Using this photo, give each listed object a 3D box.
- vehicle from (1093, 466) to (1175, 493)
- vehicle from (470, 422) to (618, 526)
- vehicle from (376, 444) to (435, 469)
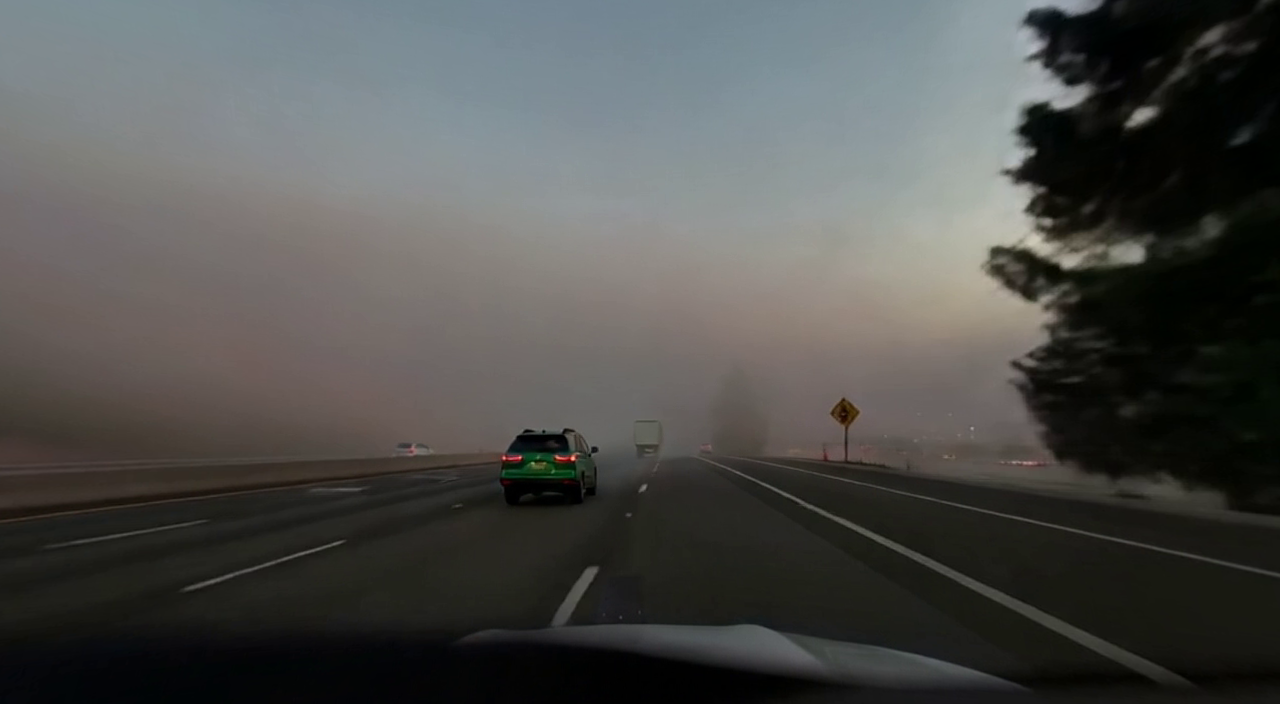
[{"bbox_3d":[36.812,9.488,47.116,1.978,1.662,5.032,1,-9,-1],"label":"vehicle"},{"bbox_3d":[-1.722,2.416,13.000,2.111,1.742,4.315,0,-9,4],"label":"vehicle"},{"bbox_3d":[-15.478,6.900,41.801,1.965,1.503,4.579,0,-9,3],"label":"vehicle"}]
